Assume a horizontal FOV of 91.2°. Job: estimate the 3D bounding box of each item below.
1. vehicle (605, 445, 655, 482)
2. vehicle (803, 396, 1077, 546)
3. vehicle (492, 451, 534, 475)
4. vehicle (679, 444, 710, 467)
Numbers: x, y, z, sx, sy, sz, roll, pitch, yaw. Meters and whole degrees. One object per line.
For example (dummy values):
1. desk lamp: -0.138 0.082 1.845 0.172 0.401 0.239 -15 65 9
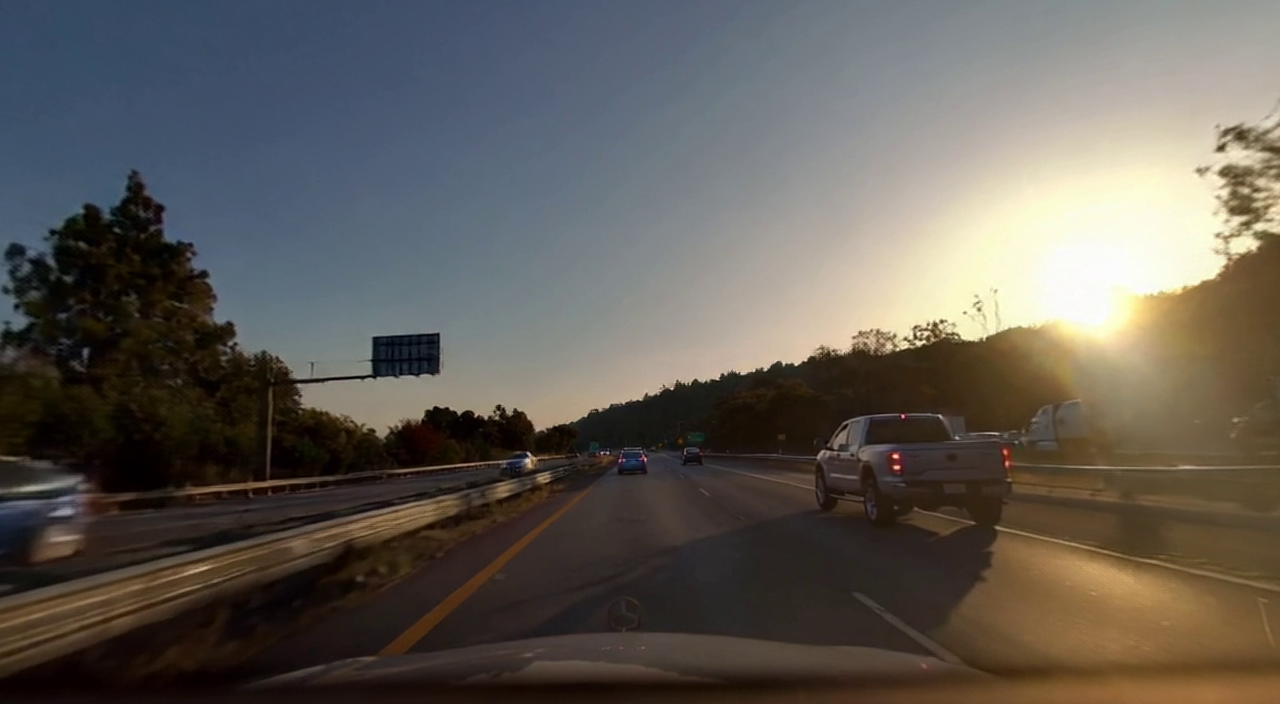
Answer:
1. vehicle: -0.381 4.820 27.332 2.029 1.483 3.769 0 -9 1
2. vehicle: 4.586 1.939 10.722 2.261 1.952 4.784 0 -9 0
3. vehicle: -8.957 7.865 44.608 1.912 1.532 4.610 -1 -9 1
4. vehicle: 4.054 7.718 46.847 1.936 1.589 3.915 0 -9 0
